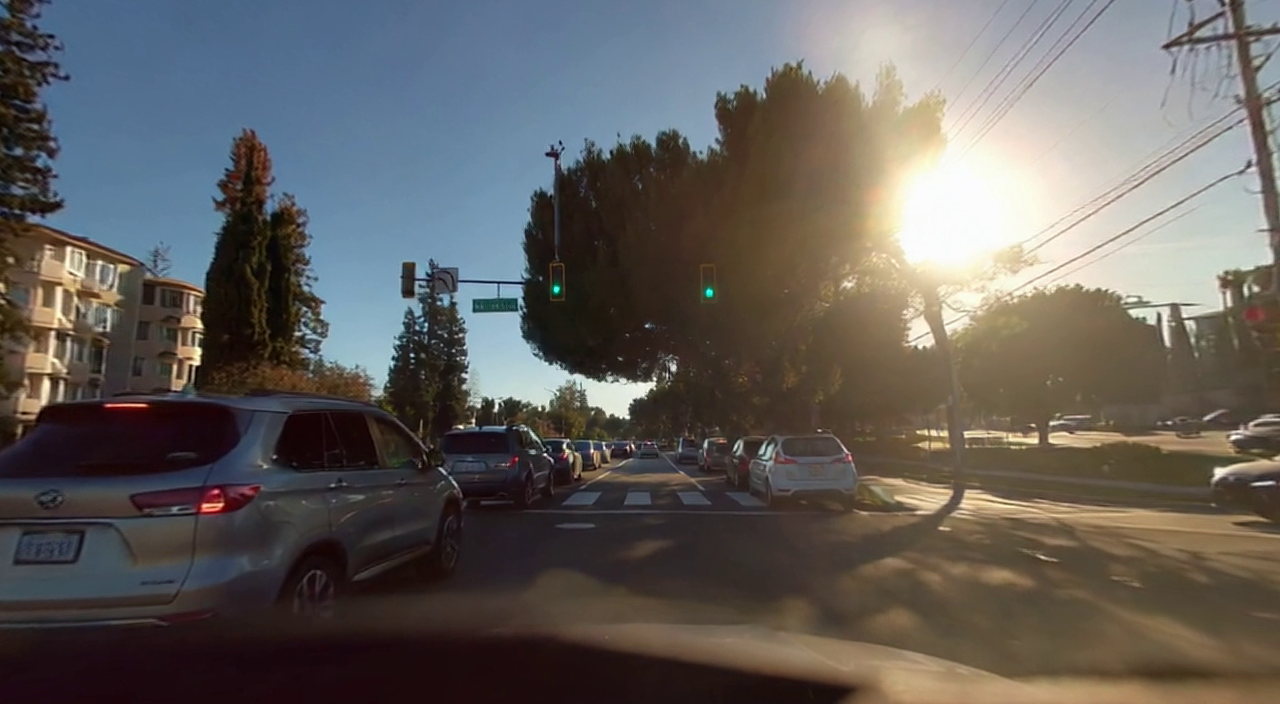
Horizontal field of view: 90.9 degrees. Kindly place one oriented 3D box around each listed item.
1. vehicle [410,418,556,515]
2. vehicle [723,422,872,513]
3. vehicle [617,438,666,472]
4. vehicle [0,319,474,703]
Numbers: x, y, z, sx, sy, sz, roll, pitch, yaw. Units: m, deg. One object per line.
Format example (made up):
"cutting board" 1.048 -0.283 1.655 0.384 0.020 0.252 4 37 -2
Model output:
"vehicle" -3.136 2.382 13.632 1.958 1.744 4.315 0 -8 1
"vehicle" 3.335 2.551 14.502 2.201 1.734 4.564 0 -8 -1
"vehicle" 0.082 4.980 30.614 2.185 1.515 4.215 0 -8 0
"vehicle" -2.871 1.050 4.458 2.127 1.754 4.287 0 -8 1
